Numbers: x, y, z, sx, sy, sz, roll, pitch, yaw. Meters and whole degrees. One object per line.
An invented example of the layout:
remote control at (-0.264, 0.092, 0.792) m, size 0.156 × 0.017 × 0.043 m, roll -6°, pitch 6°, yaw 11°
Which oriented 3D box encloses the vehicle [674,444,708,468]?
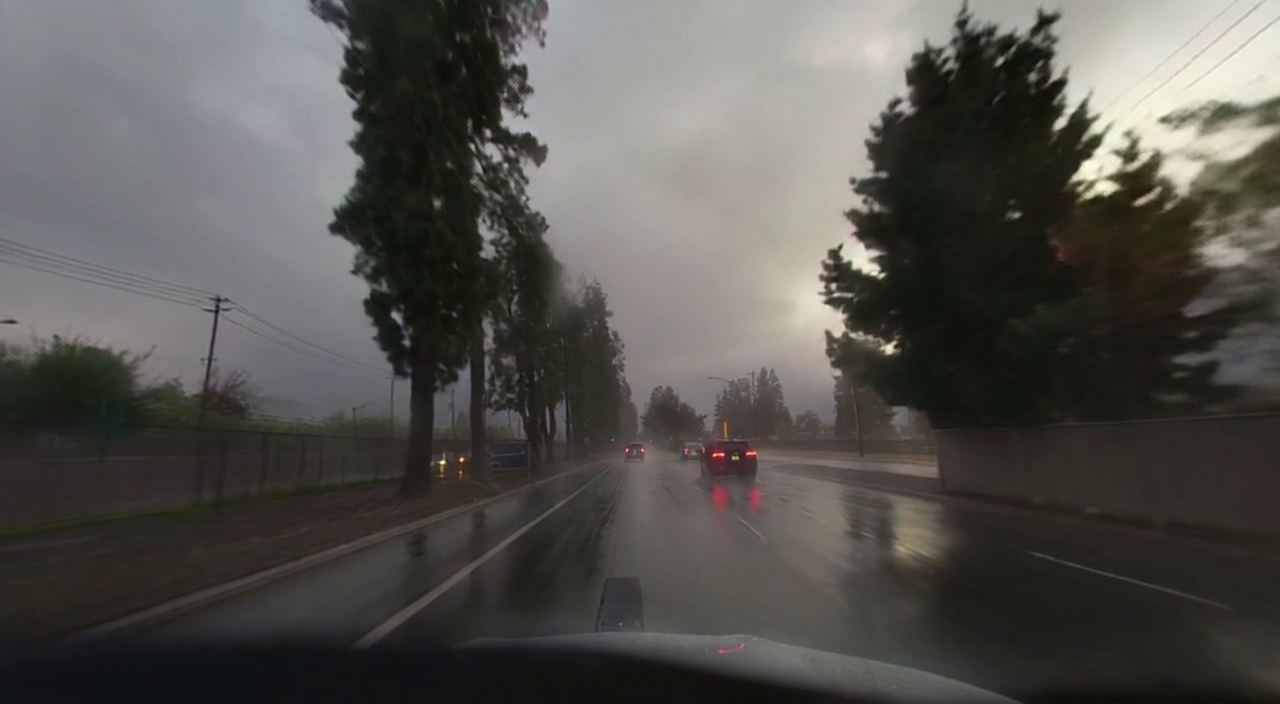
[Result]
vehicle at (3.631, 7.449, 45.564) m, size 2.012 × 1.653 × 4.115 m, roll 0°, pitch -8°, yaw -1°

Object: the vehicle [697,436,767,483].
vehicle at (3.769, 4.502, 26.820) m, size 2.112 × 1.825 × 4.574 m, roll 0°, pitch -8°, yaw -2°

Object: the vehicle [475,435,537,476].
vehicle at (-9.052, 7.025, 42.958) m, size 3.613 × 2.628 × 2.227 m, roll 0°, pitch -8°, yaw 2°
